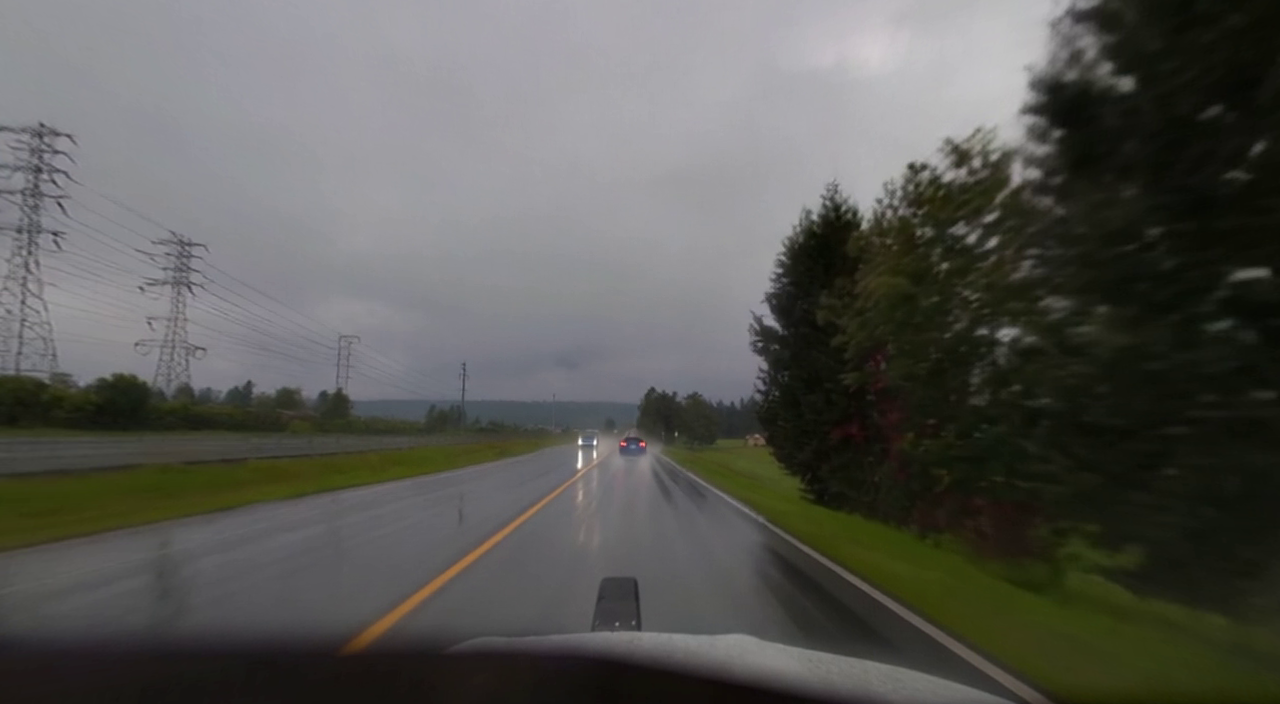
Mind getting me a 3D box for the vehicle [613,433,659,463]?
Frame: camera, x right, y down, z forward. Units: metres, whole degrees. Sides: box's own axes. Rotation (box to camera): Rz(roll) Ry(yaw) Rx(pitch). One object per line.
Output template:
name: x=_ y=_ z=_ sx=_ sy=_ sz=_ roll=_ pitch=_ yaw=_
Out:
vehicle: x=-0.231 y=4.982 z=33.057 sx=2.241 sy=1.471 sz=3.829 roll=0 pitch=-8 yaw=-1
